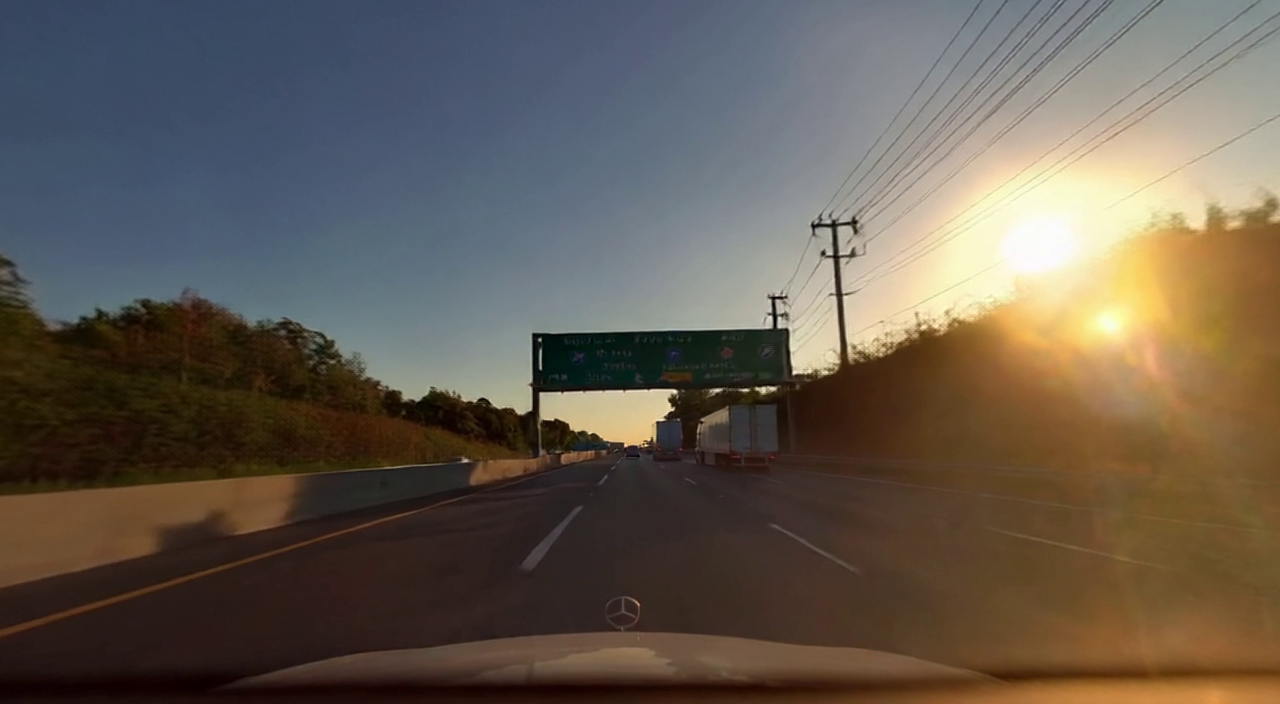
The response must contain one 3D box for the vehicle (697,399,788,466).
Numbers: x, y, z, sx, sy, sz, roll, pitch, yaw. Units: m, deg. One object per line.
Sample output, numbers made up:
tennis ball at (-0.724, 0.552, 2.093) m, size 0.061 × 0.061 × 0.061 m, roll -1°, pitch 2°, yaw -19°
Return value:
vehicle at (7.142, 6.316, 47.735) m, size 3.400 × 4.134 × 17.388 m, roll 0°, pitch -9°, yaw -2°
